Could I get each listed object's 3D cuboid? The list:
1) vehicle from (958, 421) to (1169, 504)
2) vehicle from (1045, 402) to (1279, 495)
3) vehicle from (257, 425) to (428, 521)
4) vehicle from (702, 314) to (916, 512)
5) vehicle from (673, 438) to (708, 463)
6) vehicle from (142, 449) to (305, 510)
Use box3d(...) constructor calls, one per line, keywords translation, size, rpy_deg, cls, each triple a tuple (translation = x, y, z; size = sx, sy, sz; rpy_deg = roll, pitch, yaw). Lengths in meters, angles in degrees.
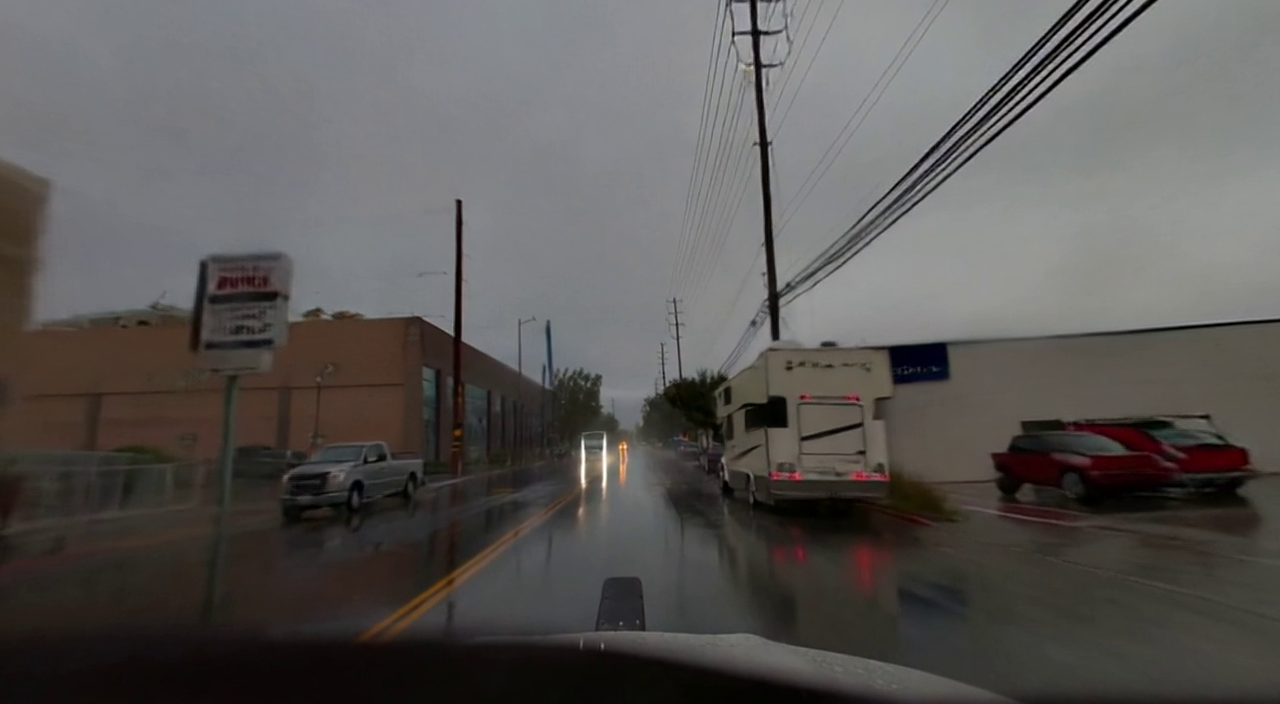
box3d(translation=(9.674, 2.556, 14.993), size=(2.039, 1.662, 4.304), rpy_deg=(-1, -8, 1), cls="vehicle")
box3d(translation=(12.277, 2.284, 15.084), size=(2.022, 1.849, 4.509), rpy_deg=(0, -8, -2), cls="vehicle")
box3d(translation=(-7.893, 3.244, 17.522), size=(2.177, 2.075, 5.427), rpy_deg=(-4, -9, -1), cls="vehicle")
box3d(translation=(3.839, 1.922, 16.927), size=(3.029, 3.860, 7.726), rpy_deg=(-5, -10, -2), cls="vehicle")
box3d(translation=(3.840, 7.602, 48.854), size=(2.112, 1.848, 4.913), rpy_deg=(0, -8, -2), cls="vehicle")
box3d(translation=(-12.306, 3.740, 19.067), size=(1.763, 1.497, 4.275), rpy_deg=(-5, -9, 6), cls="vehicle")
